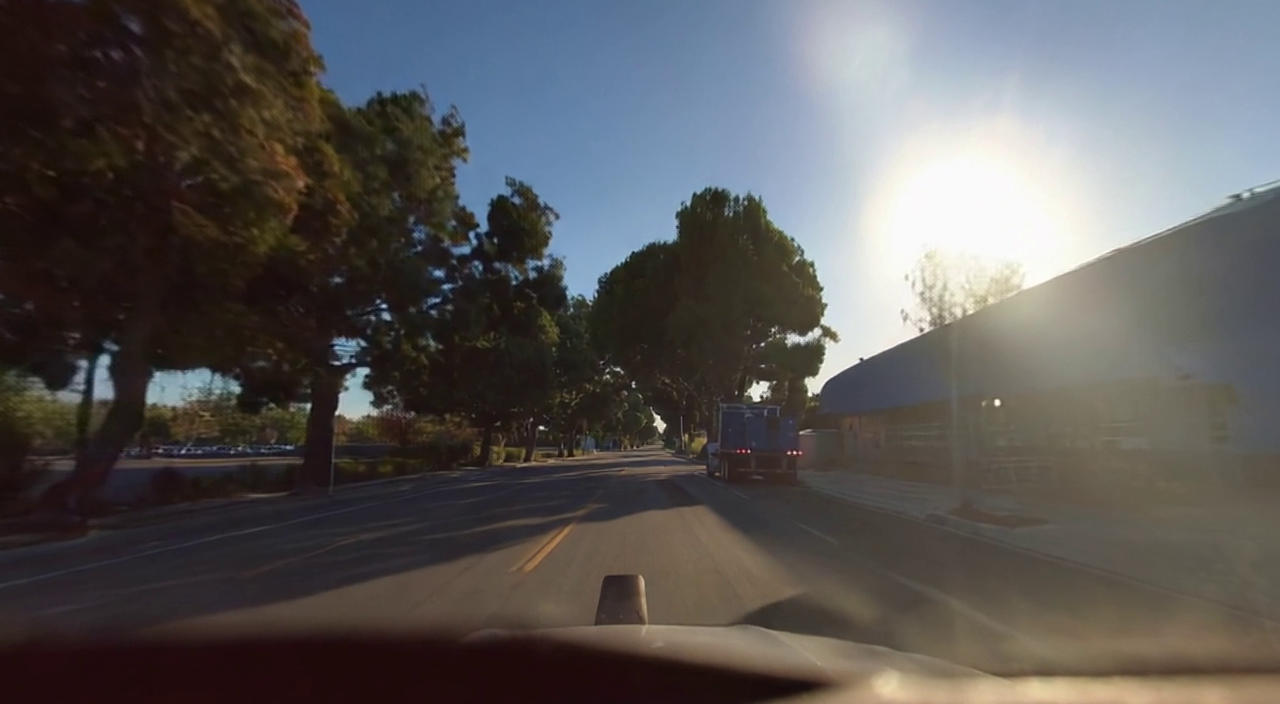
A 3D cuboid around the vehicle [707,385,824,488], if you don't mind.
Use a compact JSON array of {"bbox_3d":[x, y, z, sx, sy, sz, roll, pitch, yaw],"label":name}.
[{"bbox_3d":[4.382,3.185,23.646,3.019,3.303,6.252,0,-8,-1],"label":"vehicle"}]
